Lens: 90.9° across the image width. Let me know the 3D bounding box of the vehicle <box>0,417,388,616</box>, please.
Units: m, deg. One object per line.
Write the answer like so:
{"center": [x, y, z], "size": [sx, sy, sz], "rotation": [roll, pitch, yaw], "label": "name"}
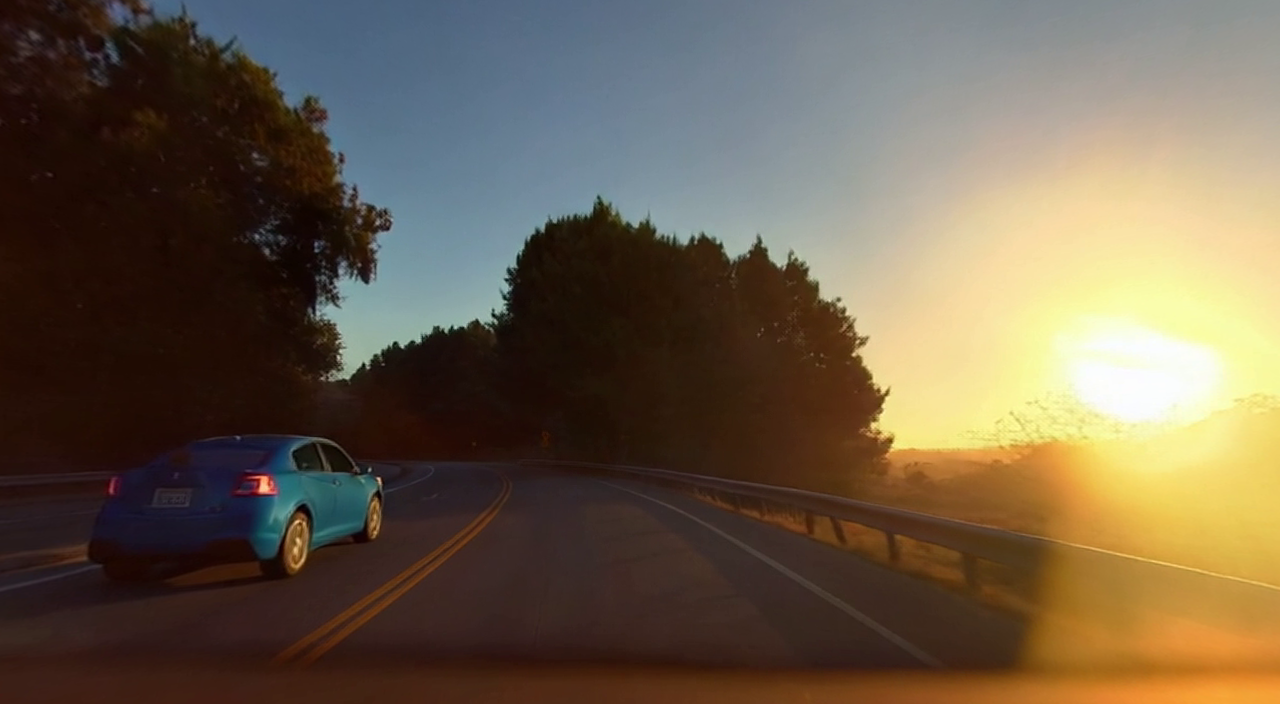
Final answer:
{"center": [-4.698, 1.667, 7.238], "size": [2.078, 1.607, 3.959], "rotation": [0, -9, -3], "label": "vehicle"}
